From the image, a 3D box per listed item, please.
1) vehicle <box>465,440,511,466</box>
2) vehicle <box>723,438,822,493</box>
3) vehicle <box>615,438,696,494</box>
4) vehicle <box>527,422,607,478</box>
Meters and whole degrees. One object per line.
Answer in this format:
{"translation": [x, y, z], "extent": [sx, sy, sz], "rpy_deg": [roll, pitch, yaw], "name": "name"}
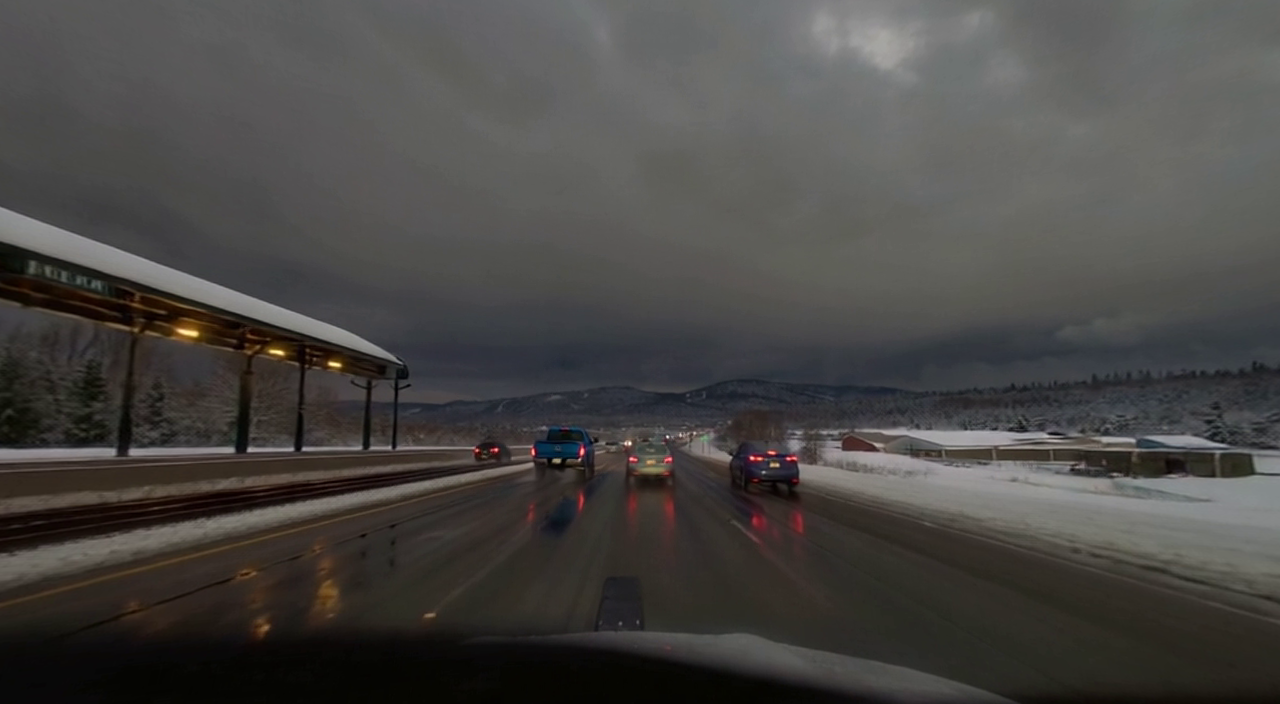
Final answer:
{"translation": [-10.763, 7.188, 44.947], "extent": [2.137, 1.728, 4.665], "rpy_deg": [0, -9, 1], "name": "vehicle"}
{"translation": [4.015, 3.527, 19.966], "extent": [2.023, 1.510, 4.773], "rpy_deg": [0, -9, -1], "name": "vehicle"}
{"translation": [0.396, 3.396, 19.095], "extent": [2.171, 1.493, 4.081], "rpy_deg": [0, -9, -1], "name": "vehicle"}
{"translation": [-3.077, 4.409, 28.464], "extent": [2.733, 2.230, 6.820], "rpy_deg": [0, -9, 1], "name": "vehicle"}
